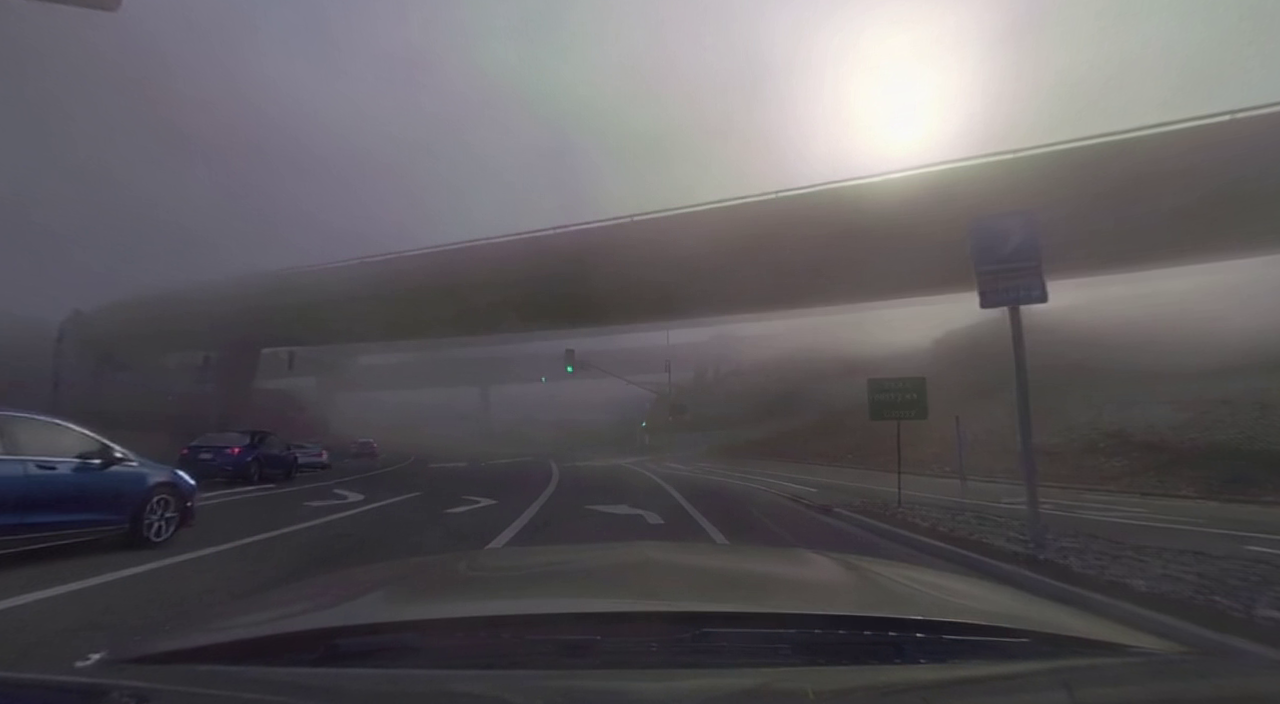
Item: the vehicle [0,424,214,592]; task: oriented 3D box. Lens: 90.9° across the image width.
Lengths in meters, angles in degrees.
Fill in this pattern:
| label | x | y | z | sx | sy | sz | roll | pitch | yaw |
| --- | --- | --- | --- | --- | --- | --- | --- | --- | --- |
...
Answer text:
| label | x | y | z | sx | sy | sz | roll | pitch | yaw |
| --- | --- | --- | --- | --- | --- | --- | --- | --- | --- |
| vehicle | -7.511 | 1.721 | 7.391 | 2.108 | 1.670 | 4.235 | 0 | -8 | -1 |
